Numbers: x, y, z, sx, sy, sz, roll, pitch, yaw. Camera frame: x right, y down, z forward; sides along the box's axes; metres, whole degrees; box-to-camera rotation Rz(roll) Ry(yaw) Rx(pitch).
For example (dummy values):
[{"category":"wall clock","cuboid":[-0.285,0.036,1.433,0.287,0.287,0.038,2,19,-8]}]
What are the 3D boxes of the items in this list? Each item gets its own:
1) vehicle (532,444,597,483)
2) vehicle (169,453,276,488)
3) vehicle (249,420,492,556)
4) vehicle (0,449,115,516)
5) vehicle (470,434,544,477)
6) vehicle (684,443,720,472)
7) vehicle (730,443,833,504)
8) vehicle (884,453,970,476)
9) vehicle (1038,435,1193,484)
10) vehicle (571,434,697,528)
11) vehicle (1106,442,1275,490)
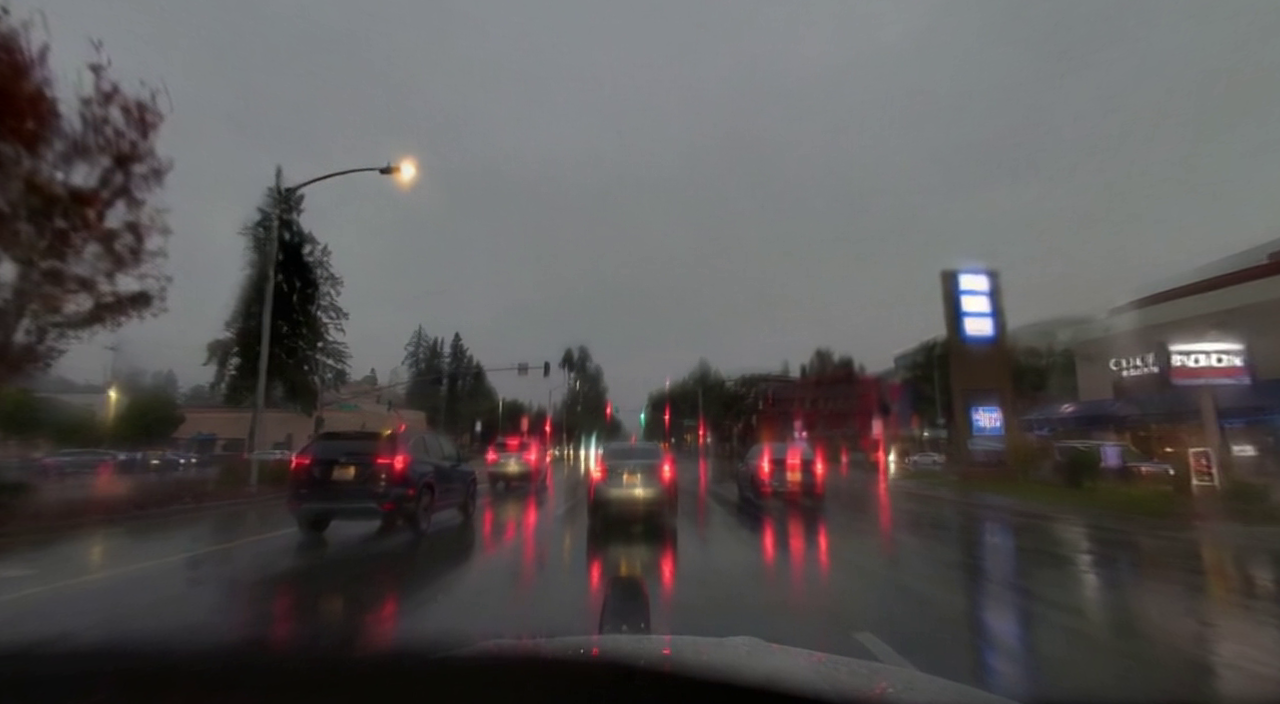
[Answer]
[{"category":"vehicle","cuboid":[-3.099,4.648,26.698,2.126,1.490,4.265,0,-8,2]},{"category":"vehicle","cuboid":[-19.473,5.513,29.678,1.888,1.435,4.574,0,-9,1]},{"category":"vehicle","cuboid":[-3.866,2.011,9.976,1.983,1.685,3.997,0,-8,1]},{"category":"vehicle","cuboid":[-15.545,3.067,14.967,1.988,1.498,4.756,0,-8,1]},{"category":"vehicle","cuboid":[-6.711,5.303,32.581,2.321,2.013,5.640,0,-8,3]},{"category":"vehicle","cuboid":[3.753,6.448,38.646,1.848,1.665,3.747,0,-8,0]},{"category":"vehicle","cuboid":[3.798,3.329,17.716,1.979,1.485,4.207,0,-8,1]},{"category":"vehicle","cuboid":[19.197,7.536,42.342,4.795,1.457,1.986,-1,-9,4]},{"category":"vehicle","cuboid":[17.874,4.031,23.933,1.907,1.669,4.147,5,-10,-28]},{"category":"vehicle","cuboid":[-0.106,2.485,12.684,2.121,1.563,4.031,0,-8,0]},{"category":"vehicle","cuboid":[22.286,4.566,25.760,2.260,1.737,4.527,3,-9,-22]}]
